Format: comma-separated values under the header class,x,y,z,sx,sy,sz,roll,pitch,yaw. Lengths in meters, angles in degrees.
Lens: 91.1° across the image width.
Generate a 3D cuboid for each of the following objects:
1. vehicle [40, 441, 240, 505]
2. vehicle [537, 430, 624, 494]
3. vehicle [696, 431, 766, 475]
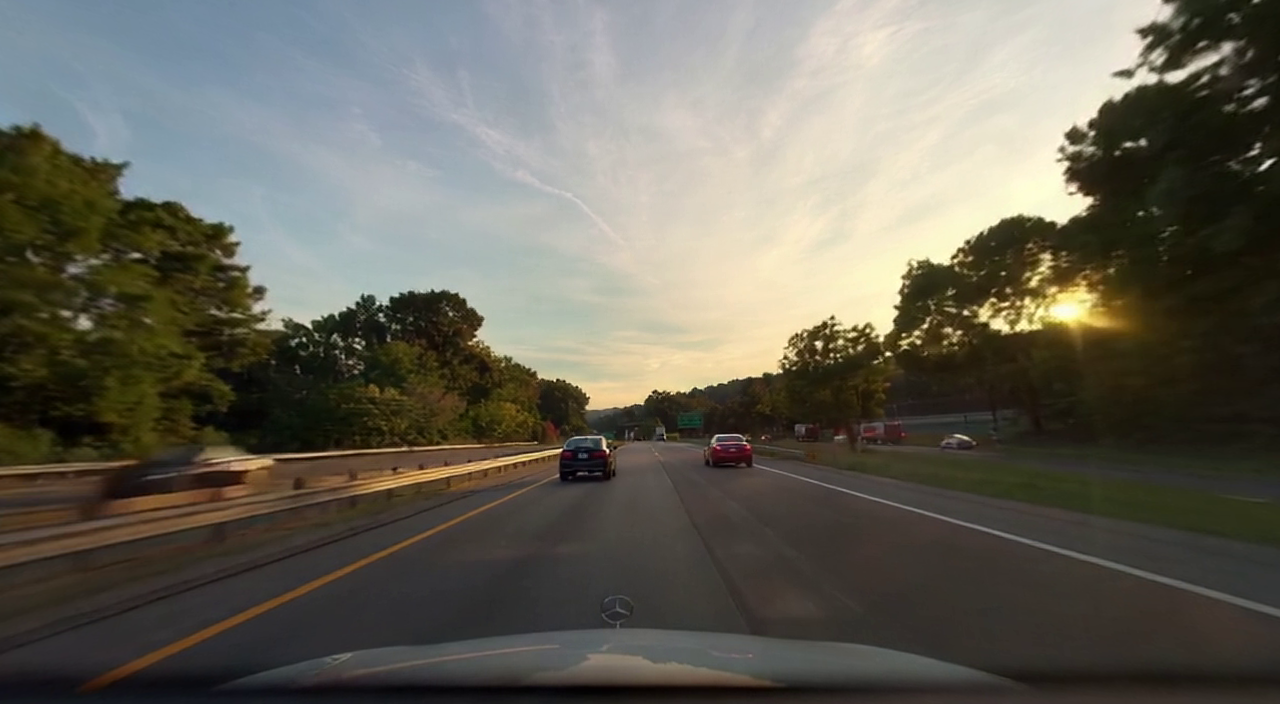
class,x,y,z,sx,sy,sz,roll,pitch,yaw
vehicle,-13.747,3.297,17.743,1.819,1.504,4.608,0,-8,1
vehicle,-1.442,2.822,16.610,1.897,1.479,3.724,0,-8,1
vehicle,3.378,3.826,24.177,2.010,1.508,4.285,0,-8,0
